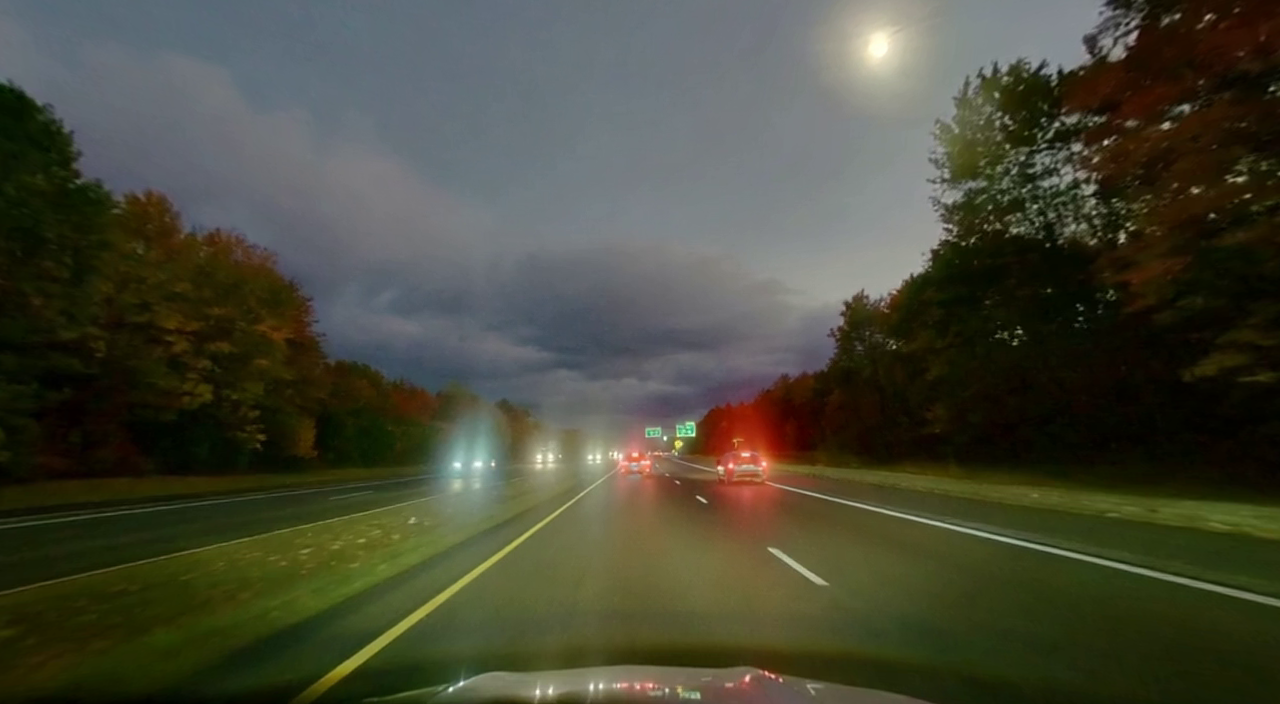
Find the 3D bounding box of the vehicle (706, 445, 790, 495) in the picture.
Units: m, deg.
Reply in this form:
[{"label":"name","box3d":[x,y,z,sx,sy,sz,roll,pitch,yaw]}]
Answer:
[{"label":"vehicle","box3d":[3.636,4.074,21.957,2.119,1.557,4.163,0,-9,-1]}]

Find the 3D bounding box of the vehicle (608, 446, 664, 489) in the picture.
[{"label":"vehicle","box3d":[-0.164,4.677,25.767,2.070,1.546,4.648,0,-9,0]}]

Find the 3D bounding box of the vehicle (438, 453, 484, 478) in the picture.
[{"label":"vehicle","box3d":[-12.121,7.691,42.637,1.839,1.541,3.972,-1,-9,1]}]
